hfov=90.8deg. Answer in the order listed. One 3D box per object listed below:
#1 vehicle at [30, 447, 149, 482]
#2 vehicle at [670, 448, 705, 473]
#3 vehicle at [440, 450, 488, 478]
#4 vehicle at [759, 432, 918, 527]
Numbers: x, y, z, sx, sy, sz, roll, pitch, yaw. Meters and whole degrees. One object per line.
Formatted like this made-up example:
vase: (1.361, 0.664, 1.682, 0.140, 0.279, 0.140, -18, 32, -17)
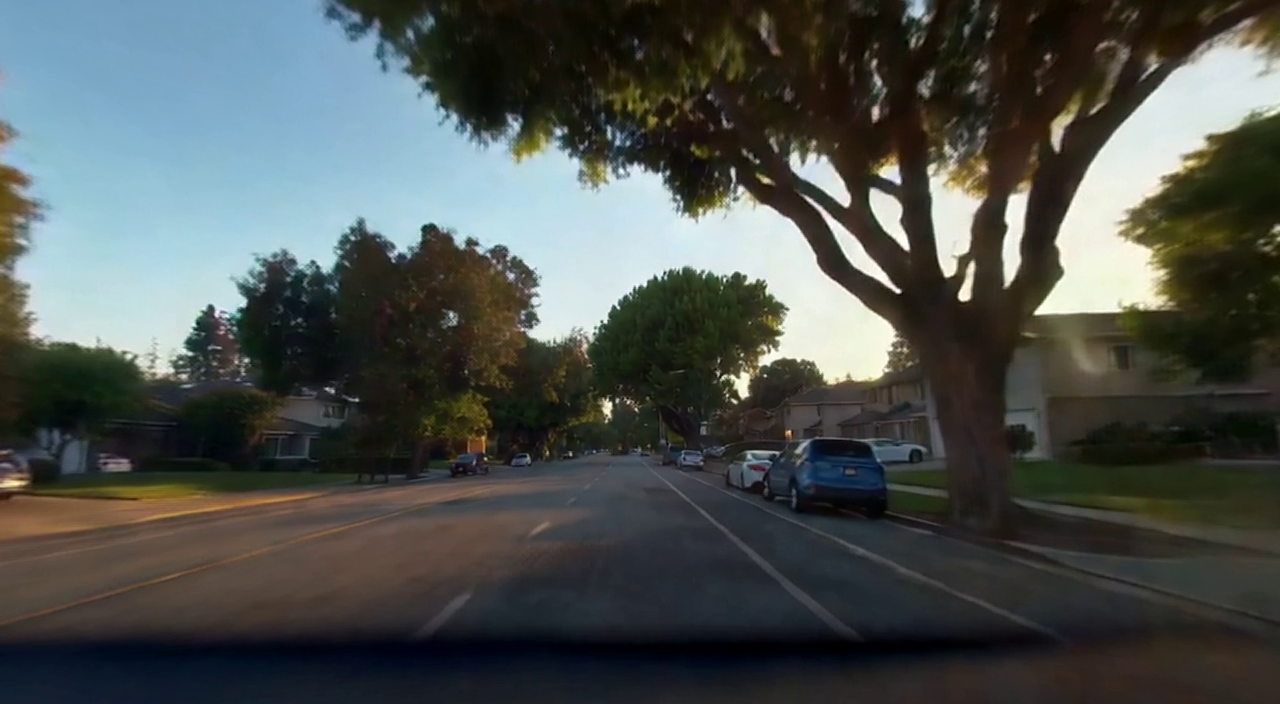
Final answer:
vehicle: (-29.259, 5.977, 33.695, 4.330, 1.760, 2.044, 0, -9, -1)
vehicle: (3.330, 7.696, 45.042, 2.007, 1.657, 4.362, 0, -9, -2)
vehicle: (-11.616, 7.411, 42.023, 2.091, 1.717, 4.392, 0, -9, -3)
vehicle: (4.062, 2.685, 13.844, 1.915, 1.715, 4.451, 0, -9, -1)
